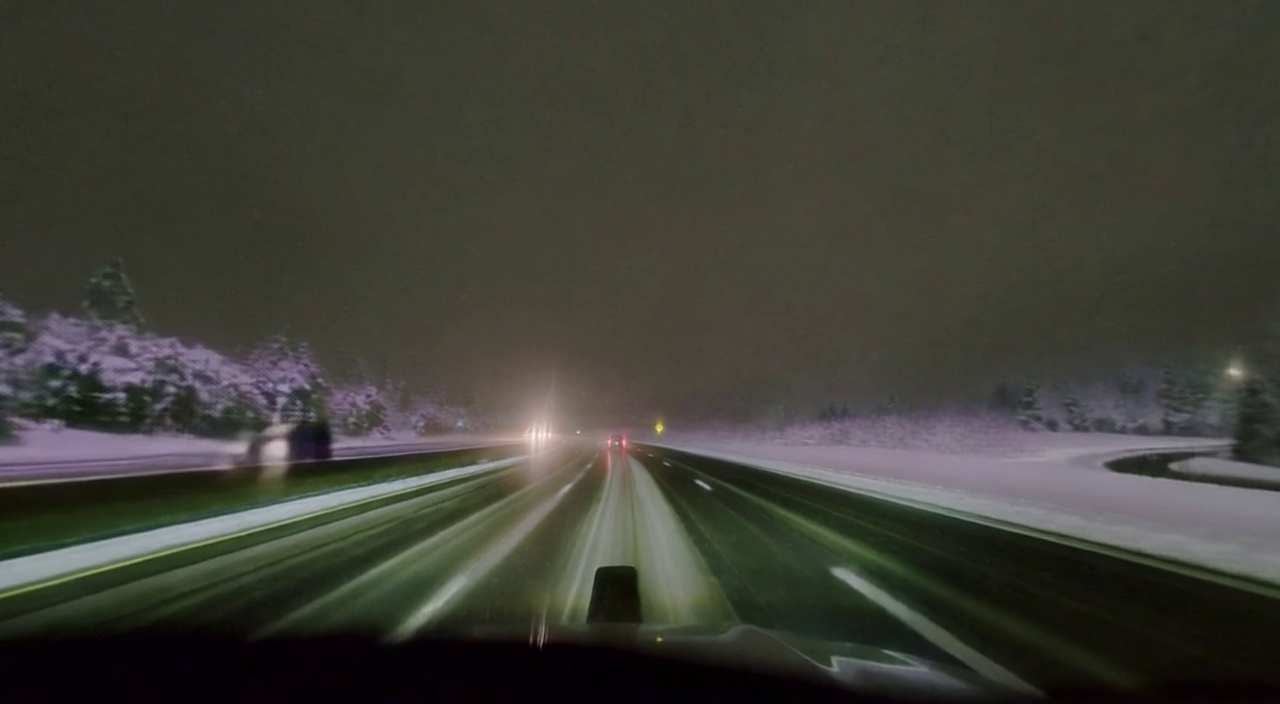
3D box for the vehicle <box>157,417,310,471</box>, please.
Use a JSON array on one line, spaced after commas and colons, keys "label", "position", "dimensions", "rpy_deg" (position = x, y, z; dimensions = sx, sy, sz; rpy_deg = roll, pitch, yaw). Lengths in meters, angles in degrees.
[{"label": "vehicle", "position": [-13.018, 2.985, 20.633], "dimensions": [2.011, 1.552, 4.638], "rpy_deg": [0, -8, -1]}]
